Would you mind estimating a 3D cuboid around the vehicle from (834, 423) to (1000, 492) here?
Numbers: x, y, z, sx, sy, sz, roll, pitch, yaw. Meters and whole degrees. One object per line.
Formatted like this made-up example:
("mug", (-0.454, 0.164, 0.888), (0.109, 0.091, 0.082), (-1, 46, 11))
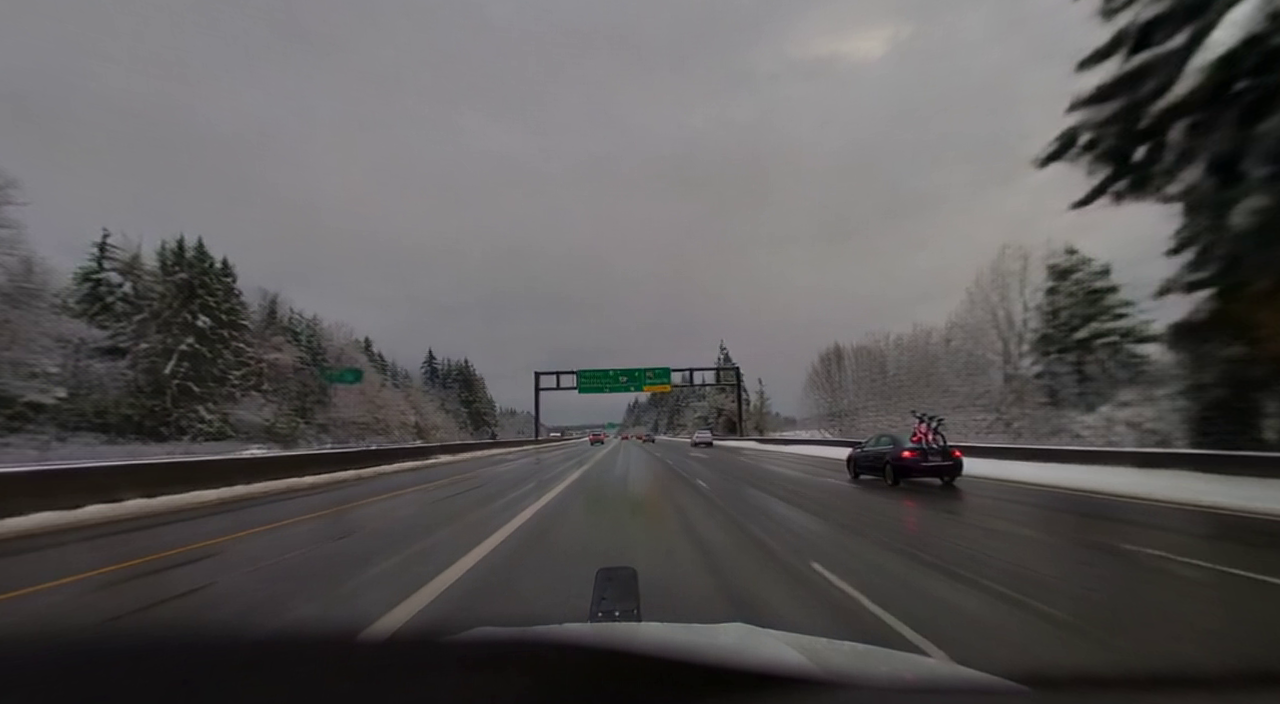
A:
("vehicle", (6.860, 2.641, 16.317), (2.034, 1.511, 4.785), (0, -7, -1))
